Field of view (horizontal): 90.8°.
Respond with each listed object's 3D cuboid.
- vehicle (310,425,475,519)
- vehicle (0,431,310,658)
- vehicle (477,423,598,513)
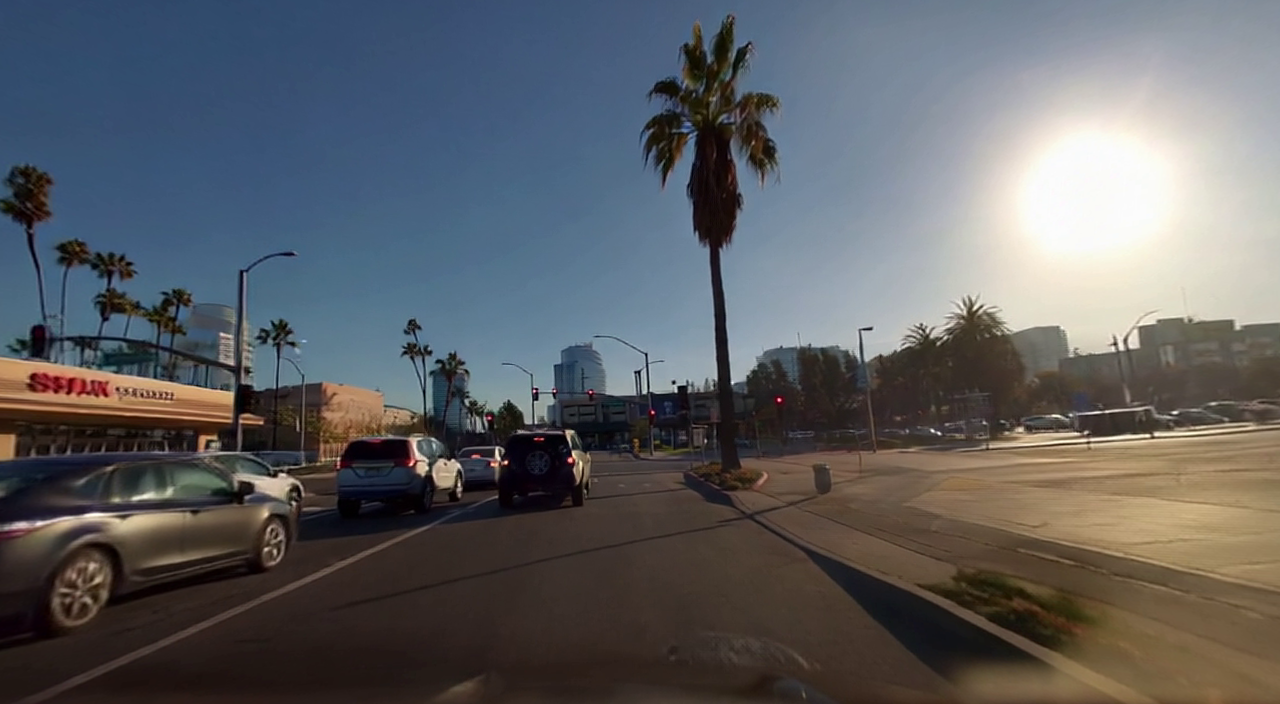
[{"bbox_3d":[-5.622,2.783,15.174,2.025,1.862,4.804,0,-9,0],"label":"vehicle"},{"bbox_3d":[-5.453,1.627,6.246,1.885,1.567,4.775,0,-9,-1],"label":"vehicle"},{"bbox_3d":[-2.193,2.650,14.838,2.153,1.759,4.320,0,-9,-1],"label":"vehicle"}]
